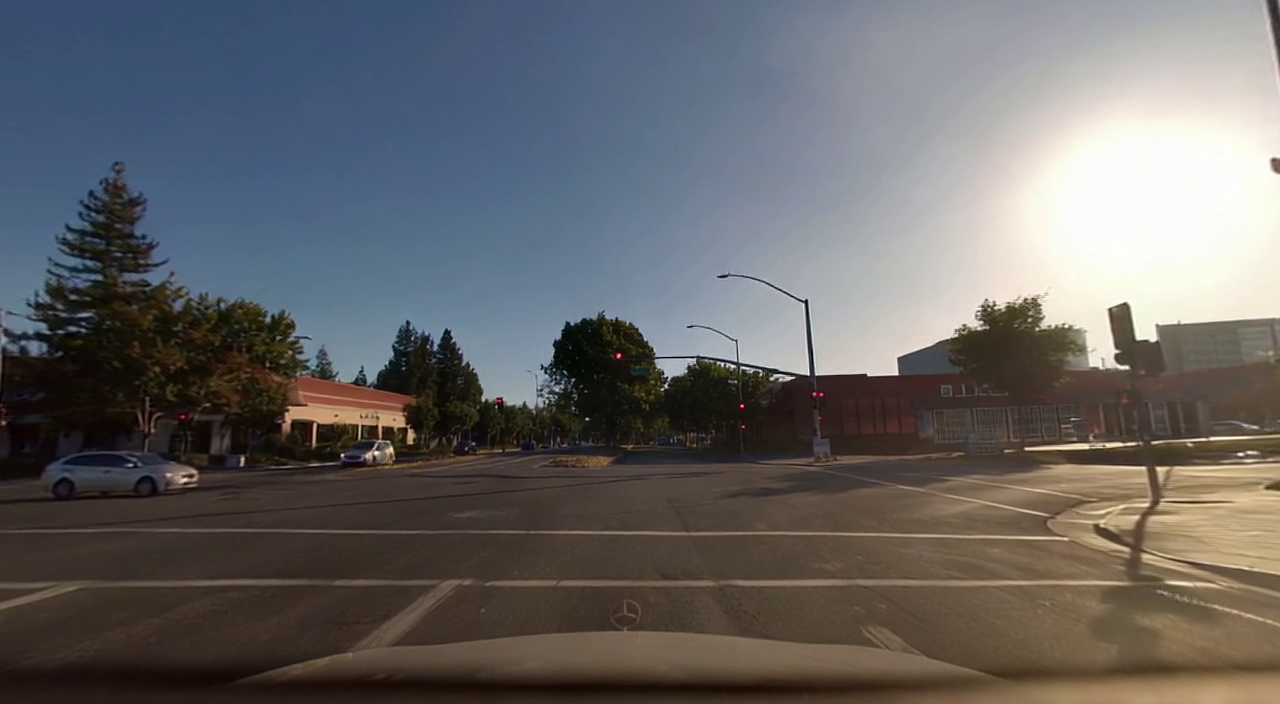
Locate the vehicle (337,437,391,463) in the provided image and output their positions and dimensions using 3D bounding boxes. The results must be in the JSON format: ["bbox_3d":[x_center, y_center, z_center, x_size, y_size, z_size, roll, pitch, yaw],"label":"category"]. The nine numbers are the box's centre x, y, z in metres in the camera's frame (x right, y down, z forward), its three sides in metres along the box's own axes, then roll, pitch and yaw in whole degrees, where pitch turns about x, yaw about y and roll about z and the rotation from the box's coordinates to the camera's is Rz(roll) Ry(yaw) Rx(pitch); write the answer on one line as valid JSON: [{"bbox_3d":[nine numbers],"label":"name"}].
[{"bbox_3d":[-21.592,7.712,49.695,2.093,1.891,4.774,0,-8,0],"label":"vehicle"}]

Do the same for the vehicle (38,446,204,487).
[{"bbox_3d":[-19.953,4.395,24.496,4.500,1.465,1.936,1,-9,-8],"label":"vehicle"}]
